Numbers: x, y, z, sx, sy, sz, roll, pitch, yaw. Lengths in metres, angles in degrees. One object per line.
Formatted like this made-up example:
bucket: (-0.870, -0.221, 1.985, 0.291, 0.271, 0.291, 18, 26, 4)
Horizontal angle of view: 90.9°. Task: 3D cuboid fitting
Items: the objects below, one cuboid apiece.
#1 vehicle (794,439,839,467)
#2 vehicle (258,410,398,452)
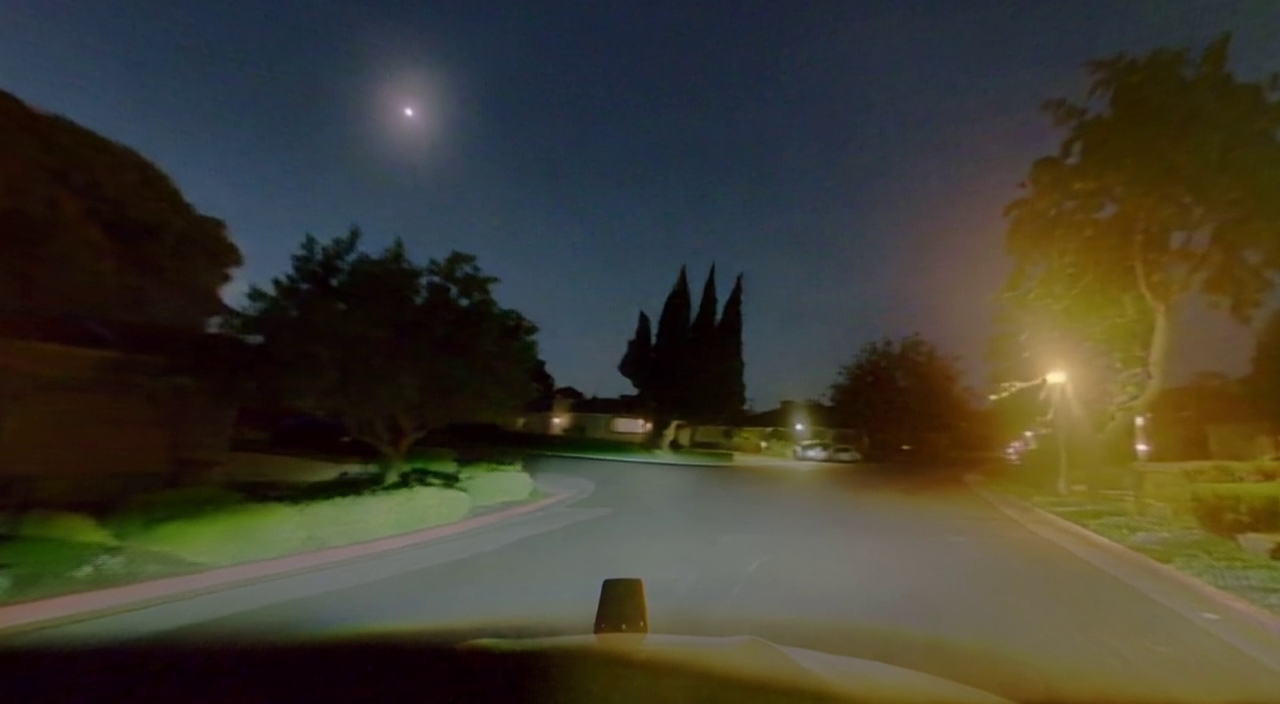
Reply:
vehicle: (12.512, 7.079, 44.393, 2.180, 1.752, 4.700, -7, -10, 24)
vehicle: (-12.806, 3.360, 26.289, 1.791, 1.517, 5.089, -7, -11, 27)
